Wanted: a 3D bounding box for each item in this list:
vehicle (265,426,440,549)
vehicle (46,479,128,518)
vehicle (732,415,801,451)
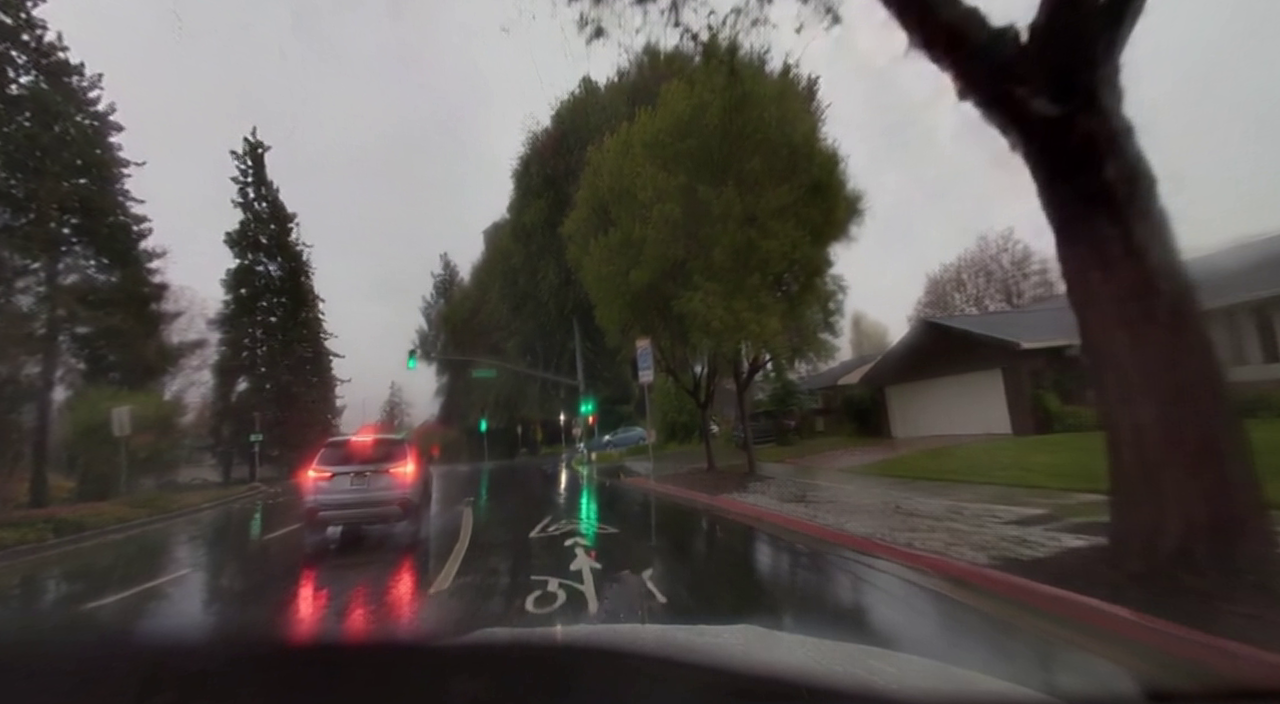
[{"bbox_3d":[-4.782,2.245,11.228,1.990,1.707,4.225,1,-9,-13],"label":"vehicle"},{"bbox_3d":[-29.831,7.850,34.235,1.943,1.677,4.176,3,-9,-21],"label":"vehicle"},{"bbox_3d":[5.664,3.739,28.825,1.911,1.516,4.251,0,-8,-5],"label":"vehicle"}]
